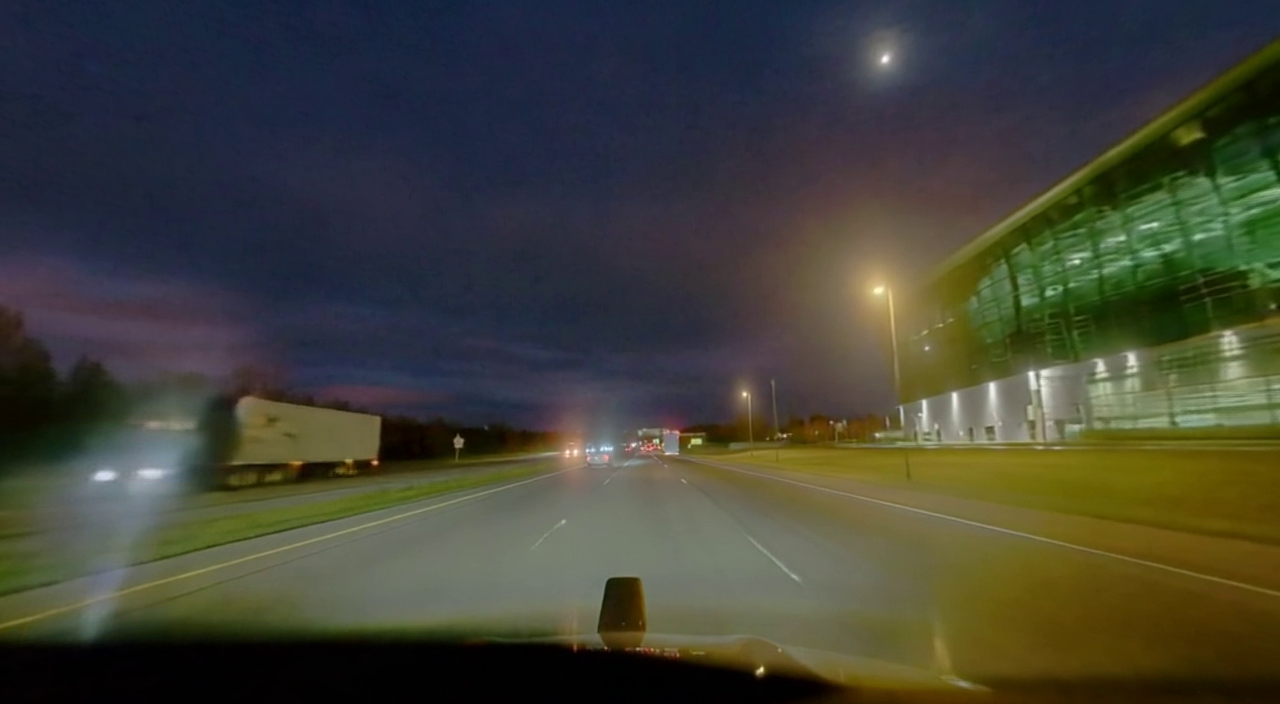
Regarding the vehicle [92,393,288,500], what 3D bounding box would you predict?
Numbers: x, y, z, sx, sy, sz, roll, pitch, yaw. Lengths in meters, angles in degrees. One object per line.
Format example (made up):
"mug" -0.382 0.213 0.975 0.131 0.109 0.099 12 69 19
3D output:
"vehicle" -18.750 4.053 27.051 3.051 3.944 6.868 0 -9 1
